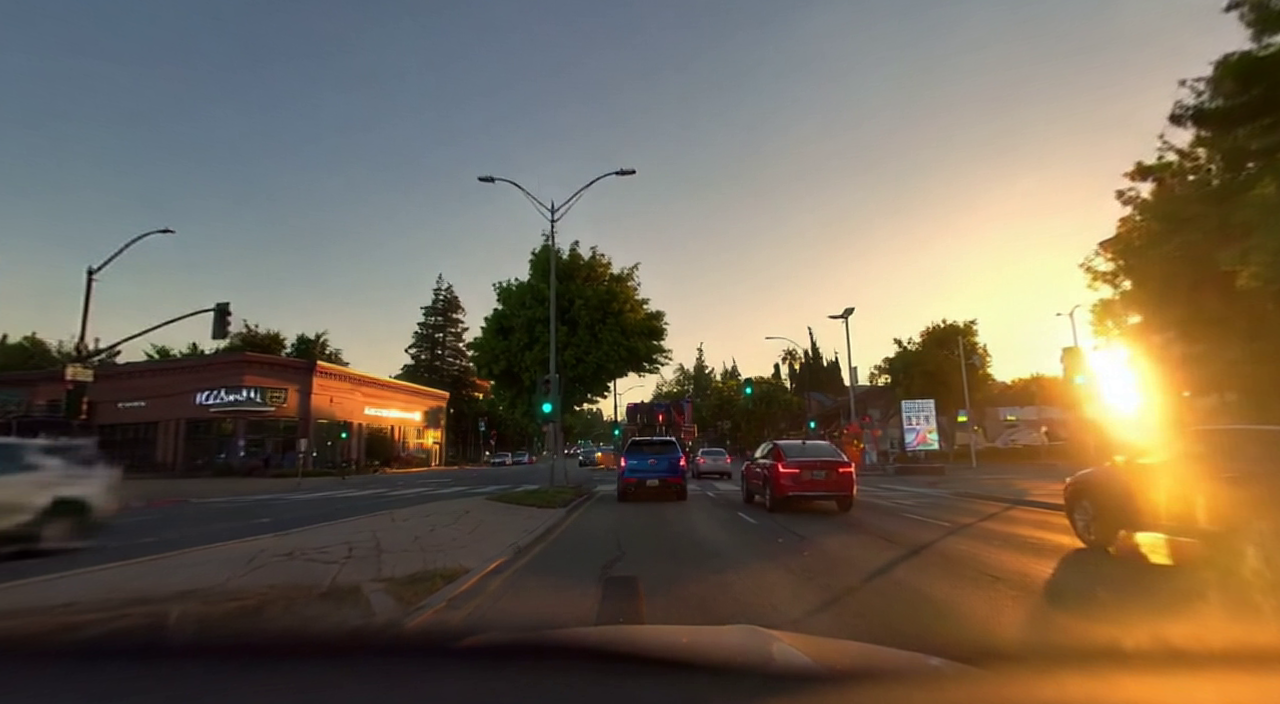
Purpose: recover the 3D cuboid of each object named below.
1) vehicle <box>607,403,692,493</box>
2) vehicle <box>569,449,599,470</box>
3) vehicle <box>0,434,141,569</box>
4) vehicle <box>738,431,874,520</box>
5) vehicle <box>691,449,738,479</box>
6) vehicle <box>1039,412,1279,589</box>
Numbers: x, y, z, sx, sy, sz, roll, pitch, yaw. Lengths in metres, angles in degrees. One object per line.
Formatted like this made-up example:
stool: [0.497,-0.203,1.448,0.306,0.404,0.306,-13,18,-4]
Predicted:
vehicle: [0.287,3.017,20.025,2.370,2.518,3.858,-1,-8,1]
vehicle: [-4.398,8.461,49.847,2.001,1.518,4.316,0,-8,-1]
vehicle: [-8.476,1.759,7.392,1.889,1.576,4.044,0,-8,0]
vehicle: [3.667,2.798,14.835,2.025,1.754,4.311,0,-8,0]
vehicle: [3.996,6.084,34.492,1.967,1.515,4.378,0,-8,-1]
vehicle: [7.174,1.637,7.429,1.982,1.698,4.408,0,-8,0]
